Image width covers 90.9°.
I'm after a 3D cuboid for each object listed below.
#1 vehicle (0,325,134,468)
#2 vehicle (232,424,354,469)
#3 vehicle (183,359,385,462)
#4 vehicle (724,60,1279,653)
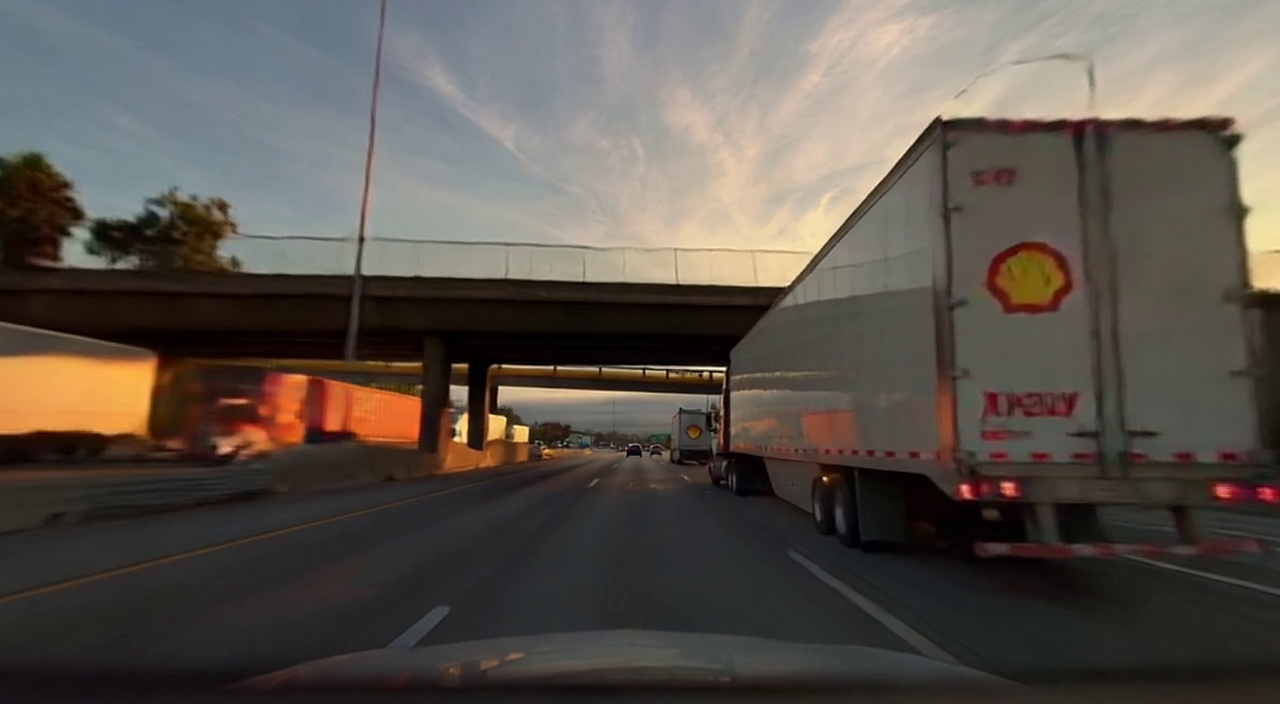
[{"bbox_3d":[-19.587,0.883,15.476,2.789,4.028,13.994,0,-9,0],"label":"vehicle"},{"bbox_3d":[-12.173,3.362,22.486,1.887,1.438,4.350,0,-9,0],"label":"vehicle"},{"bbox_3d":[-15.739,3.039,29.517,2.961,3.904,11.068,0,-9,0],"label":"vehicle"},{"bbox_3d":[3.976,0.942,11.149,2.922,3.987,14.038,0,-9,-1],"label":"vehicle"}]
